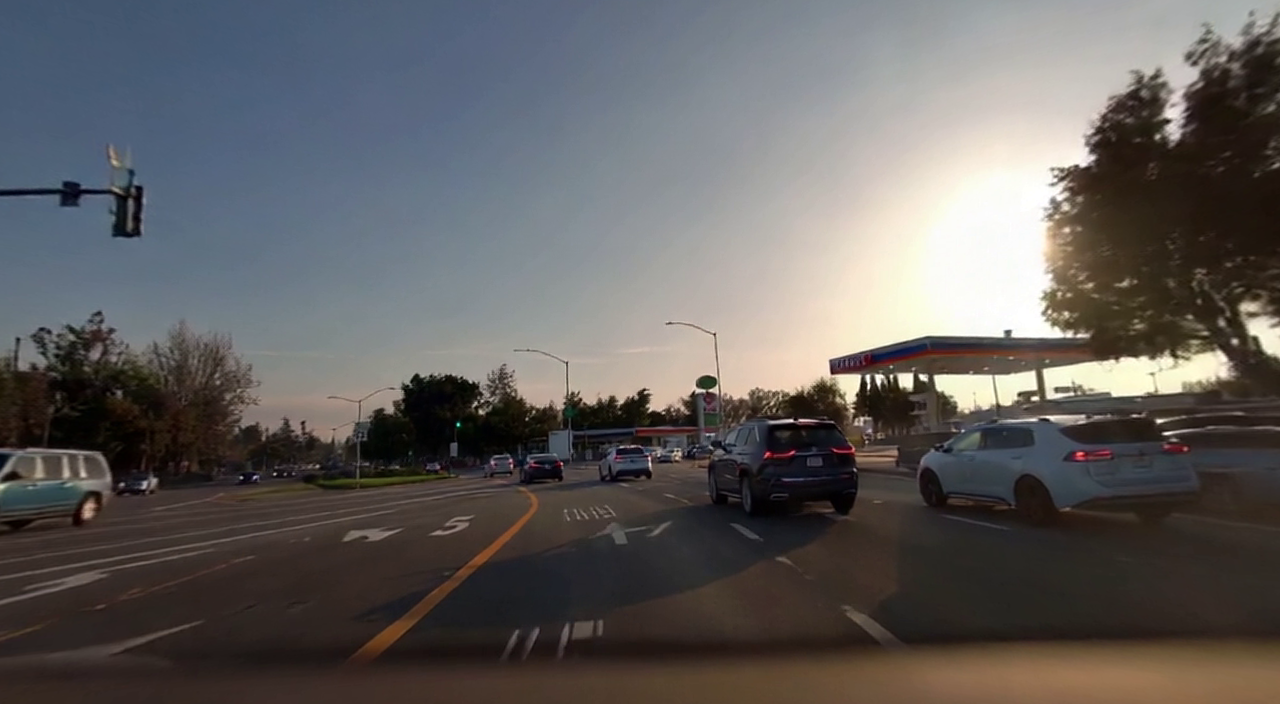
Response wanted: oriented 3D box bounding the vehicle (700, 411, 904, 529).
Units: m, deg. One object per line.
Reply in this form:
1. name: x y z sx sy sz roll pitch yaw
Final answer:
1. vehicle: 2.713 2.156 12.018 2.184 1.777 4.712 1 -9 -6

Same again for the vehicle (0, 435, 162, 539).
1. vehicle: -19.676 4.198 20.810 2.820 2.579 13.318 4 -10 -22

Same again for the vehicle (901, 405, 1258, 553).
1. vehicle: 5.762 1.728 9.141 1.881 1.604 4.289 0 -9 -3

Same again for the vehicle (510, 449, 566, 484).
1. vehicle: -4.908 5.373 29.856 2.107 1.527 4.174 2 -9 -15

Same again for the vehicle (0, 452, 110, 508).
1. vehicle: -19.545 4.059 20.462 1.986 1.579 5.047 3 -10 -22

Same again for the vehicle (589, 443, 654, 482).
1. vehicle: -0.946 5.006 28.906 2.012 1.612 4.114 2 -9 -16

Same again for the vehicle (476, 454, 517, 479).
1. vehicle: -10.378 8.212 45.377 2.193 1.609 3.874 3 -10 -22
